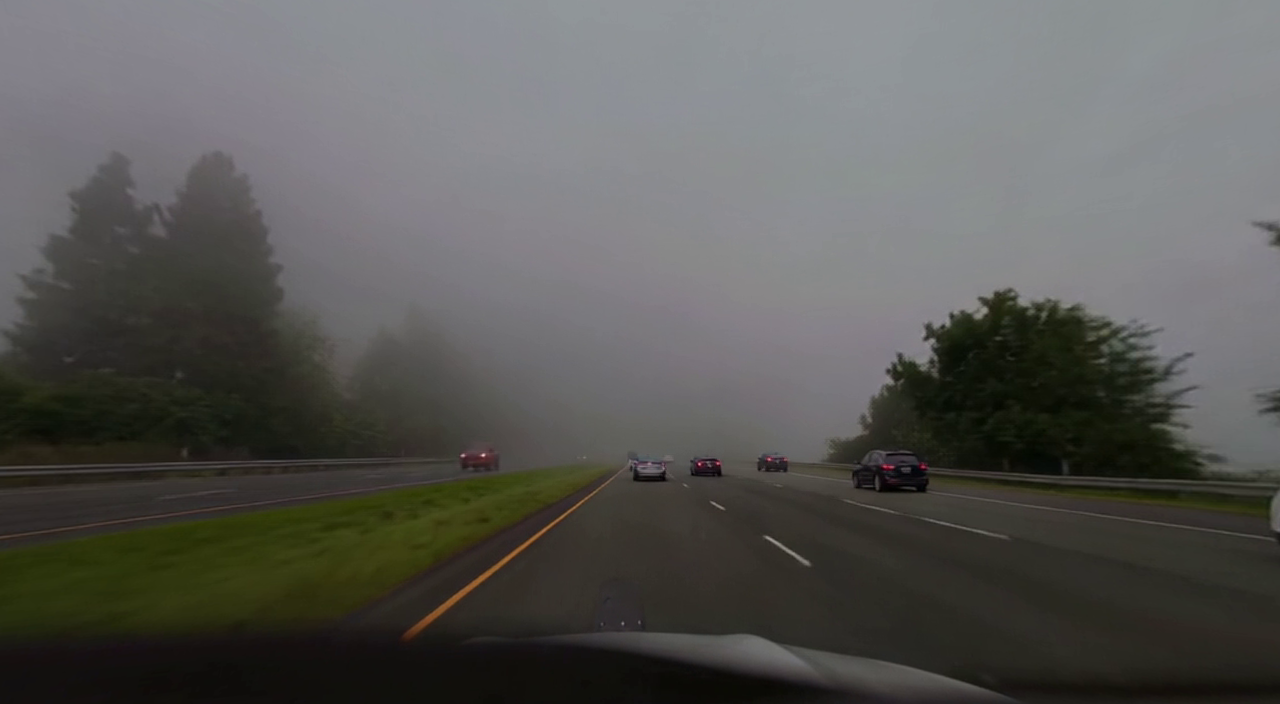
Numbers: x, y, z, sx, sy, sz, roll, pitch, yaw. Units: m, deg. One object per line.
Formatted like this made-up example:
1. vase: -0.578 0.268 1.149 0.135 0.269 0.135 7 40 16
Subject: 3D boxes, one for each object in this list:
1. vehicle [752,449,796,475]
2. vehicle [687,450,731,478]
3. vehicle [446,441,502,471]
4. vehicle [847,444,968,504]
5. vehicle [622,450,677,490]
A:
1. vehicle: 8.640 7.136 40.961 1.957 1.594 3.632 0 -9 -1
2. vehicle: 3.963 6.502 36.834 1.981 1.518 4.029 0 -9 -1
3. vehicle: -9.404 5.947 36.124 2.037 1.589 4.257 0 -9 0
4. vehicle: 7.689 3.507 18.556 1.847 1.554 3.752 0 -9 -1
5. vehicle: 0.366 4.652 25.109 2.020 1.426 3.702 0 -9 0
